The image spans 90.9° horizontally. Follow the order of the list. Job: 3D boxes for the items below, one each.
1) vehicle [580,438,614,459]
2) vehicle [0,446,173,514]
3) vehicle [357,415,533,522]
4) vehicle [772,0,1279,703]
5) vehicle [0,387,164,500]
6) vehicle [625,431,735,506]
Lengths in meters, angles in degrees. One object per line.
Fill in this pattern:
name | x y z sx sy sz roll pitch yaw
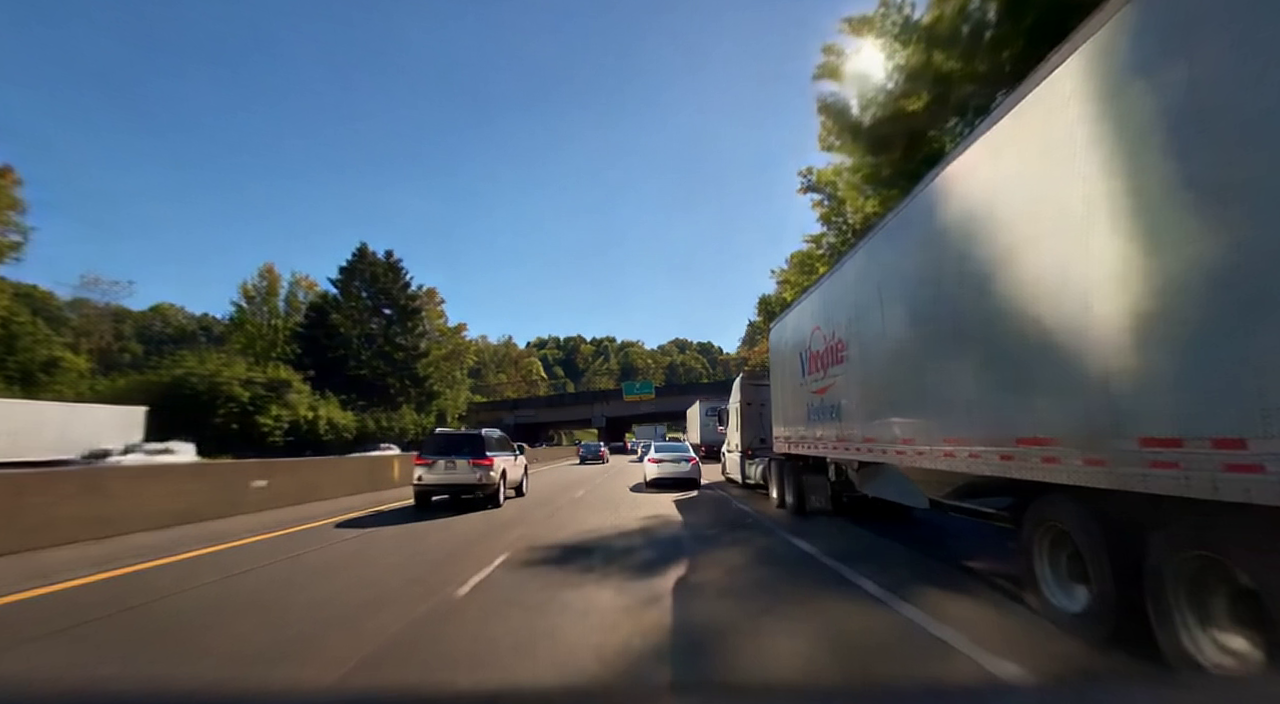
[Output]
vehicle | -3.244 7.441 48.712 2.181 1.538 4.169 0 -8 2
vehicle | -14.898 3.196 16.405 1.974 1.441 4.499 0 -8 1
vehicle | -3.581 2.213 12.600 2.006 1.729 4.447 0 -8 1
vehicle | 4.525 0.040 6.455 2.967 4.347 15.373 0 -8 0
vehicle | -18.358 2.737 19.019 2.822 2.949 6.389 0 -8 1
vehicle | 0.775 2.627 14.818 2.200 1.495 4.282 0 -8 -1
